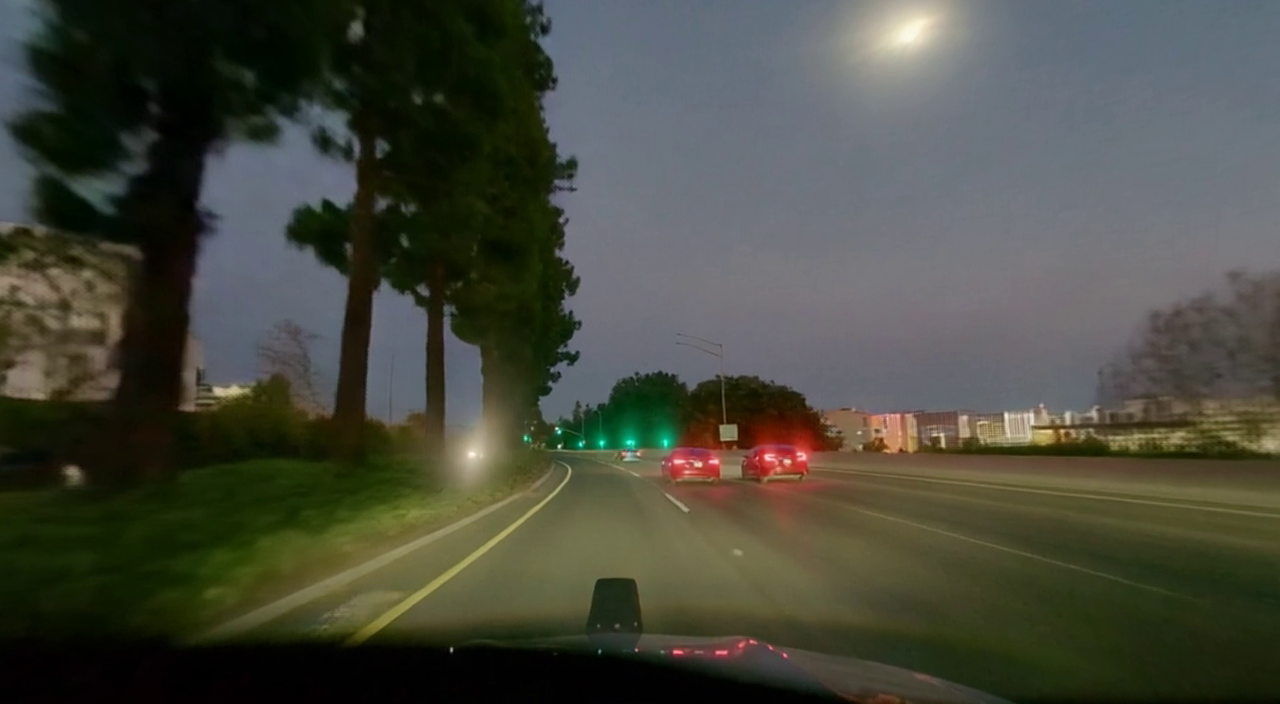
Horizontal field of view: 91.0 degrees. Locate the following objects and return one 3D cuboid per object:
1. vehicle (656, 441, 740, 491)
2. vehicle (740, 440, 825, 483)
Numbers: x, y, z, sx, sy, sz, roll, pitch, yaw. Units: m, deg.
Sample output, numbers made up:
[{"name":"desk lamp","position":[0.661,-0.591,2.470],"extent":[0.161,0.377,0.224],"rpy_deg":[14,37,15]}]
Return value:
[{"name":"vehicle","position":[1.801,3.742,21.069],"extent":[2.077,1.464,4.134],"rpy_deg":[1,-8,-5]},{"name":"vehicle","position":[5.263,4.105,23.910],"extent":[1.901,1.474,4.363],"rpy_deg":[1,-8,-5]}]
